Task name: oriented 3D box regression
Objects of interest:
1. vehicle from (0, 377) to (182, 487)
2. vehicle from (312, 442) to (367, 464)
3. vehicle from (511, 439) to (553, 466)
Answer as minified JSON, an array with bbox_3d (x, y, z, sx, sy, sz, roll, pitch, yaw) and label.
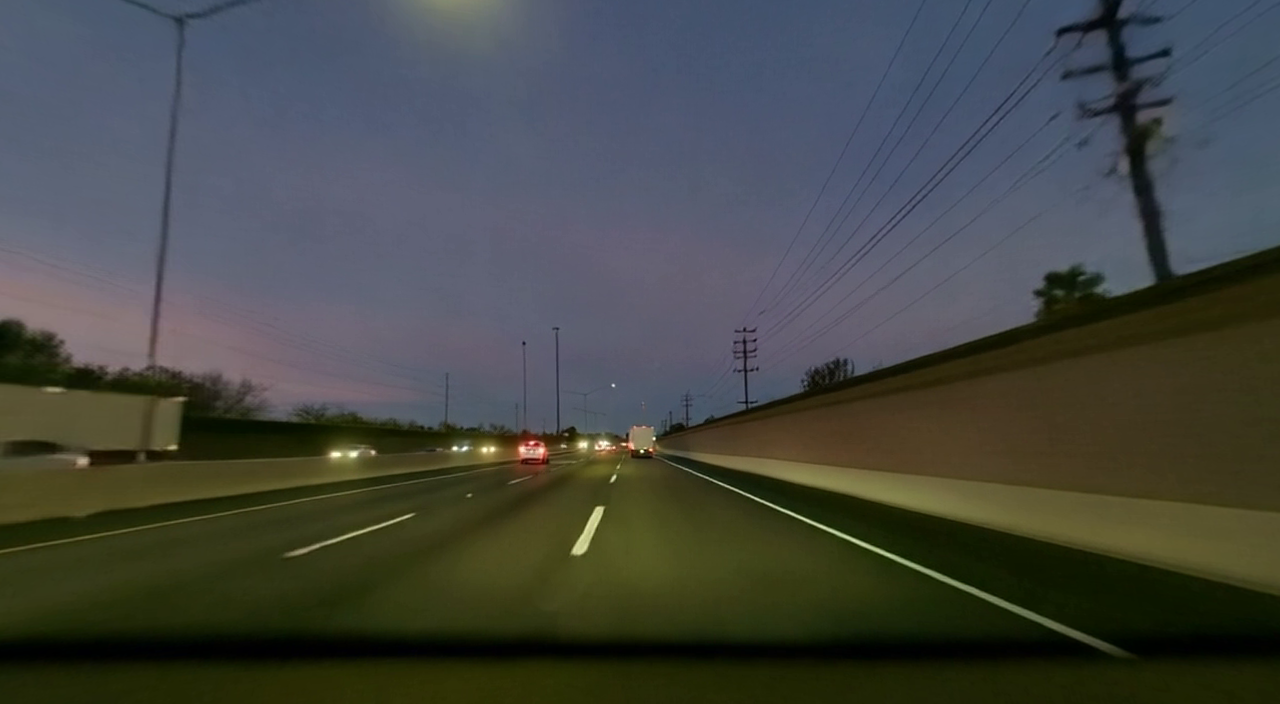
[{"bbox_3d":[-25.876,3.214,25.141,2.933,4.161,16.812,0,-8,-1],"label":"vehicle"},{"bbox_3d":[-21.975,7.396,46.308,1.824,1.544,4.480,0,-8,-1],"label":"vehicle"},{"bbox_3d":[-7.081,6.623,41.831,2.064,1.642,4.389,0,-8,0],"label":"vehicle"}]
